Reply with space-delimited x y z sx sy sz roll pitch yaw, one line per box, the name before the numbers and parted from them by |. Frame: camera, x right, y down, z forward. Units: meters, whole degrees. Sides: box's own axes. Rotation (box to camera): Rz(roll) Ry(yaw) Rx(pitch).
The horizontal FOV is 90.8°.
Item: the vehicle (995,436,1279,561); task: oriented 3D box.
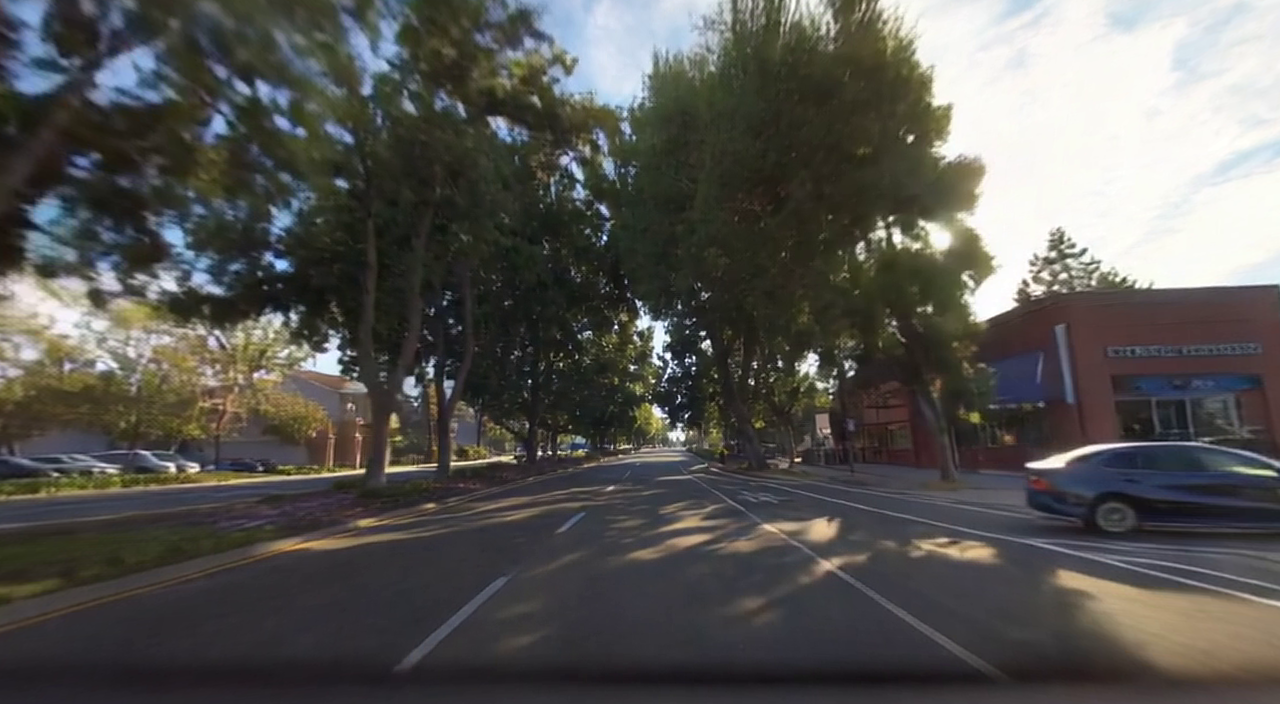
vehicle | 7.764 1.943 8.802 4.733 1.499 2.000 -4 -9 26
